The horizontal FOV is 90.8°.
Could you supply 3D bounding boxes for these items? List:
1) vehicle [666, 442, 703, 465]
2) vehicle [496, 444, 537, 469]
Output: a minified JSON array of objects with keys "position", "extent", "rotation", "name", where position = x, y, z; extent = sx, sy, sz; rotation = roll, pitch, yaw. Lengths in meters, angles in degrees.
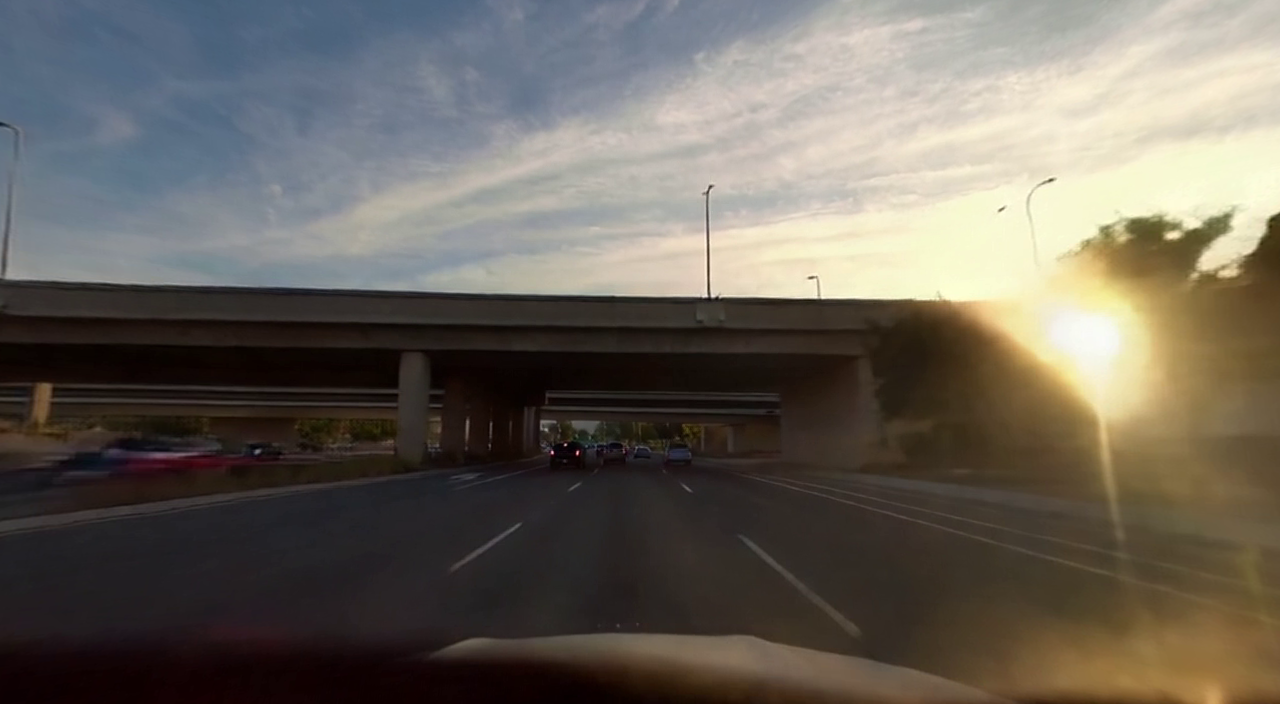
[{"position":[3.355,7.847,48.871],"extent":[2.377,1.678,4.353],"rotation":[0,-8,-3],"name":"vehicle"},{"position":[-8.073,6.851,41.650],"extent":[2.007,1.519,4.366],"rotation":[0,-8,-2],"name":"vehicle"}]
